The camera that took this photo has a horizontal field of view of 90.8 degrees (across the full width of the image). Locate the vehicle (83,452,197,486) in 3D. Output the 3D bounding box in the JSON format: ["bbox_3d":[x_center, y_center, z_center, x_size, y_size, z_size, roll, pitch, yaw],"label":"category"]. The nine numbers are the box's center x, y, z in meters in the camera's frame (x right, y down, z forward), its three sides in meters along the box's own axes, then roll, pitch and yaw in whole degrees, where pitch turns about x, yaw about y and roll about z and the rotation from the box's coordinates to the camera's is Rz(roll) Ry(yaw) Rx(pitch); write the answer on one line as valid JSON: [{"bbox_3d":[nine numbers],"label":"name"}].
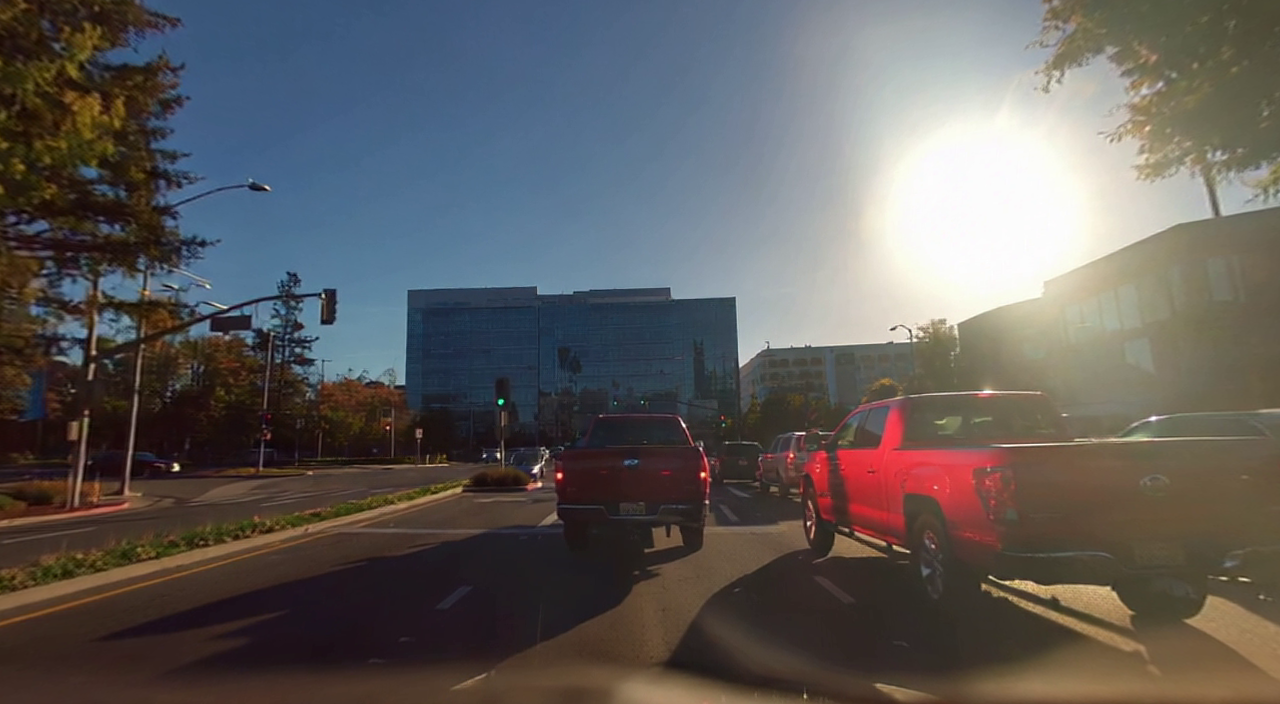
[{"bbox_3d":[-26.528,6.186,33.725,4.437,1.669,1.936,5,-10,-30],"label":"vehicle"}]

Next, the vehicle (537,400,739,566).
[{"bbox_3d":[-0.087,1.826,9.593,2.240,1.821,5.001,0,-9,-2],"label":"vehicle"}]

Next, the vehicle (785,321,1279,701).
[{"bbox_3d":[3.324,1.218,6.150,2.412,1.953,5.682,0,-9,-1],"label":"vehicle"}]
